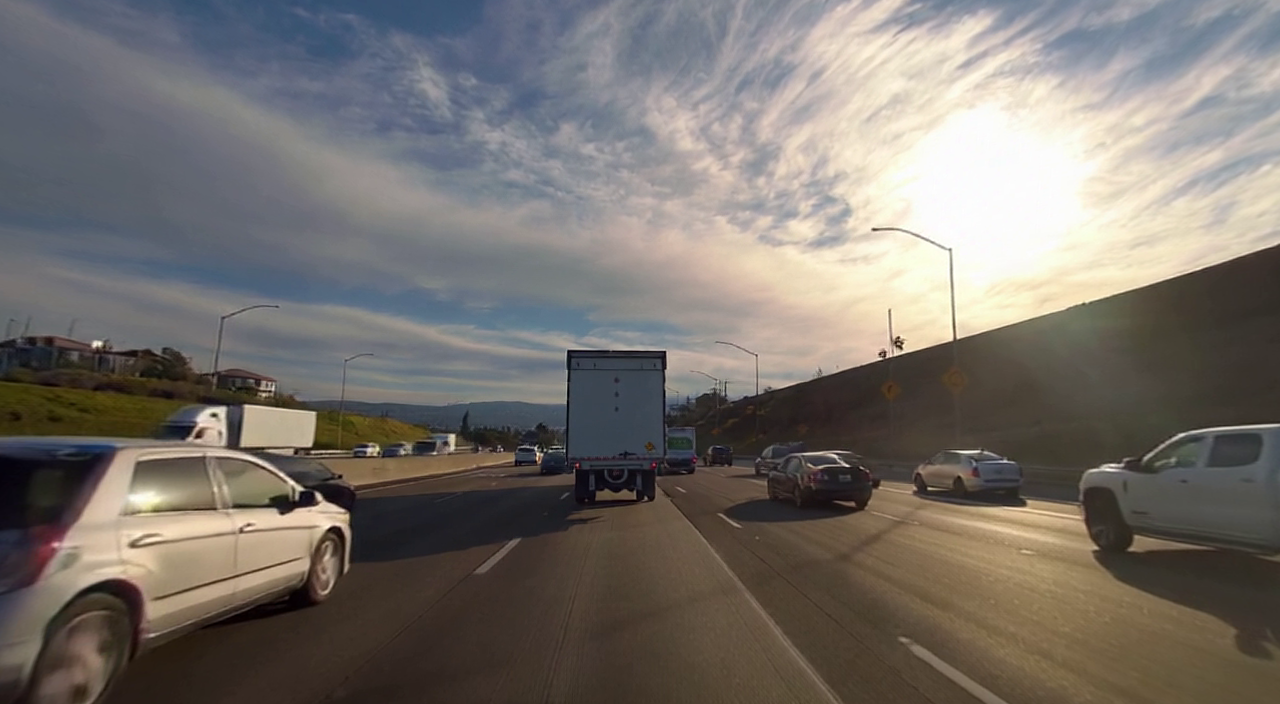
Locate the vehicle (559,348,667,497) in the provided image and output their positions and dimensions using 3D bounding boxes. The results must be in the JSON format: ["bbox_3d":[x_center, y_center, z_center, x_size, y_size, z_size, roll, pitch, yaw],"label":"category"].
[{"bbox_3d":[-0.755,2.708,22.636,2.906,4.040,10.743,0,-9,0],"label":"vehicle"}]

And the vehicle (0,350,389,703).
[{"bbox_3d":[-3.335,1.069,3.872,1.946,1.641,4.105,0,-9,-1],"label":"vehicle"}]

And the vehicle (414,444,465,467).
[{"bbox_3d":[-13.787,7.117,43.763,2.120,1.496,4.655,0,-8,-2],"label":"vehicle"}]

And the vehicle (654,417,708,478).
[{"bbox_3d":[2.473,6.218,41.028,2.669,3.491,8.645,0,-9,-1],"label":"vehicle"}]

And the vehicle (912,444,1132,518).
[{"bbox_3d":[8.800,2.989,15.280,2.002,1.472,4.950,0,-9,-4],"label":"vehicle"}]

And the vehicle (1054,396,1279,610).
[{"bbox_3d":[6.336,1.259,5.366,2.188,1.731,5.031,0,-9,0],"label":"vehicle"}]

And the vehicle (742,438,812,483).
[{"bbox_3d":[6.260,5.036,29.530,2.070,1.888,4.546,0,-9,-2],"label":"vehicle"}]

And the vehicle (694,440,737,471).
[{"bbox_3d":[5.475,7.617,46.645,2.297,2.116,5.052,0,-9,-2],"label":"vehicle"}]

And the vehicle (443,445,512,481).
[{"bbox_3d":[-7.334,5.047,29.074,1.973,1.471,4.779,0,-9,-1],"label":"vehicle"}]
